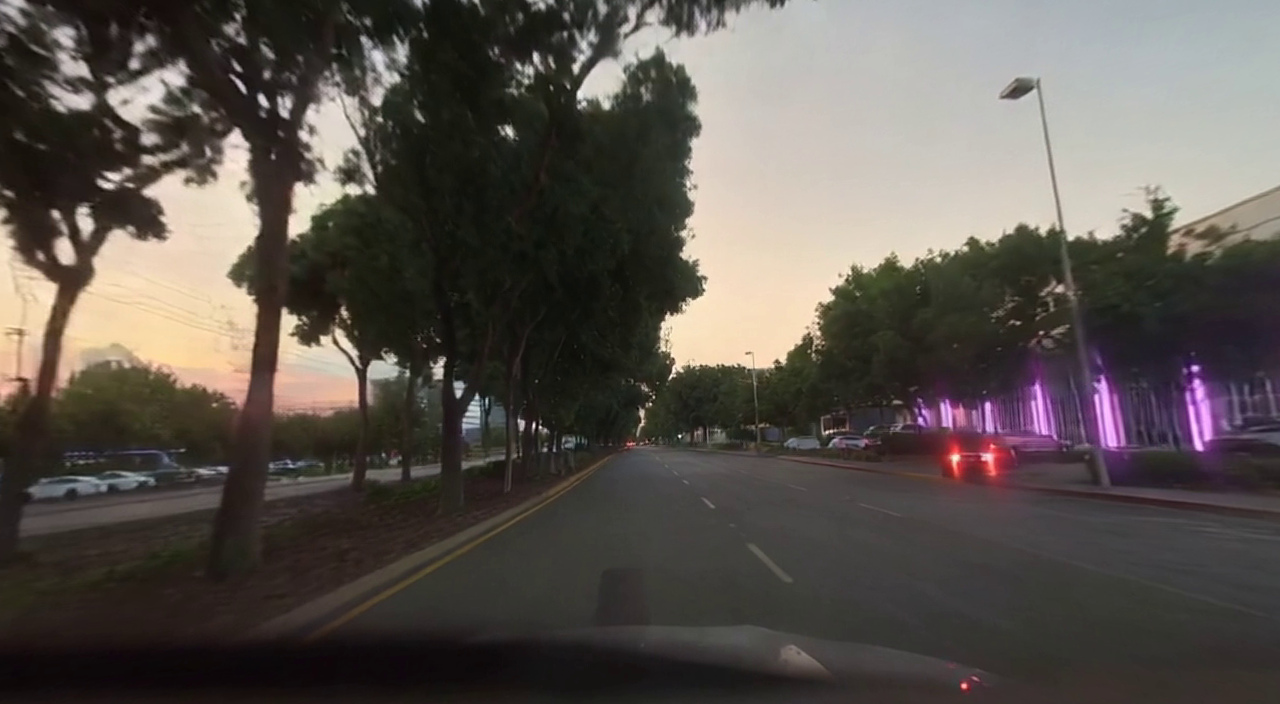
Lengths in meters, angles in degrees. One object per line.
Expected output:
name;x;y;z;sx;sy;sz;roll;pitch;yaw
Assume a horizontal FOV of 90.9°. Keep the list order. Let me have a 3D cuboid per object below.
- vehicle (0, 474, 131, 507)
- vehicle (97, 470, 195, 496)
vehicle;-30.953;7.457;34.182;4.735;1.468;2.047;4;-9;-25
vehicle;-31.097;8.283;39.853;4.377;1.424;1.936;3;-9;-18
